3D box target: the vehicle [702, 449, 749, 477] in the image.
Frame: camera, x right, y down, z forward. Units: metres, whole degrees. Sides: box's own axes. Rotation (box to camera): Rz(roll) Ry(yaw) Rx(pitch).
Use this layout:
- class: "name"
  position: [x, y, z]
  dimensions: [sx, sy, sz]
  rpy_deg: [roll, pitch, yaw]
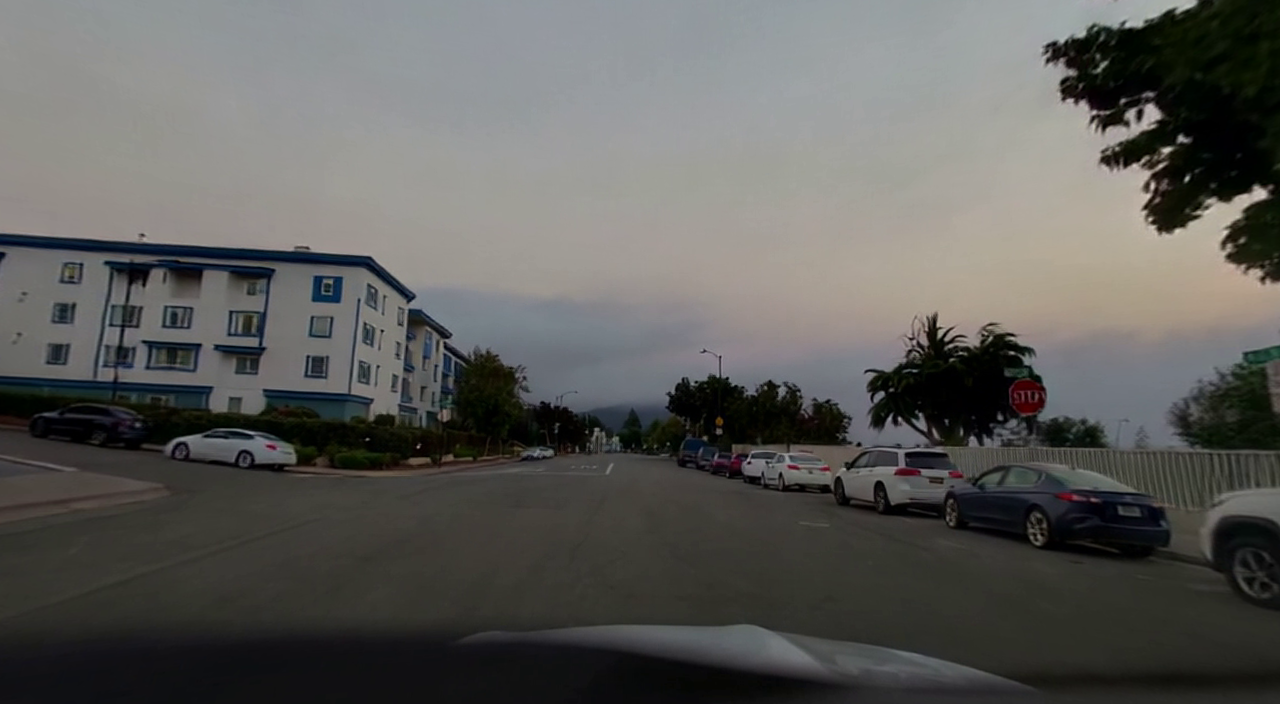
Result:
- class: "vehicle"
  position: [4.994, 6.500, 37.349]
  dimensions: [1.901, 1.495, 4.340]
  rpy_deg: [1, -8, -4]

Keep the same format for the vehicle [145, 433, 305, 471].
- class: "vehicle"
  position: [-15.523, 3.771, 23.933]
  dimensions: [4.603, 1.335, 1.889]
  rpy_deg: [2, -9, -12]

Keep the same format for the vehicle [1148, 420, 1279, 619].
- class: "vehicle"
  position: [6.953, 1.363, 4.601]
  dimensions: [2.181, 1.792, 5.066]
  rpy_deg: [1, -8, -1]

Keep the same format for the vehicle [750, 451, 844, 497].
- class: "vehicle"
  position: [5.970, 4.678, 24.748]
  dimensions: [2.122, 1.554, 4.777]
  rpy_deg: [1, -8, -5]

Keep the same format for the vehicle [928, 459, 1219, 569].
- class: "vehicle"
  position: [6.882, 2.567, 10.739]
  dimensions: [1.900, 1.368, 4.176]
  rpy_deg: [1, -8, -1]

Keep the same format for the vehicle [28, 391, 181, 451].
- class: "vehicle"
  position: [-20.637, 2.663, 24.401]
  dimensions: [4.598, 1.645, 2.019]
  rpy_deg: [6, -7, 15]

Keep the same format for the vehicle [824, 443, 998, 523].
- class: "vehicle"
  position: [6.606, 3.200, 16.165]
  dimensions: [1.917, 1.704, 4.840]
  rpy_deg: [1, -8, -5]
